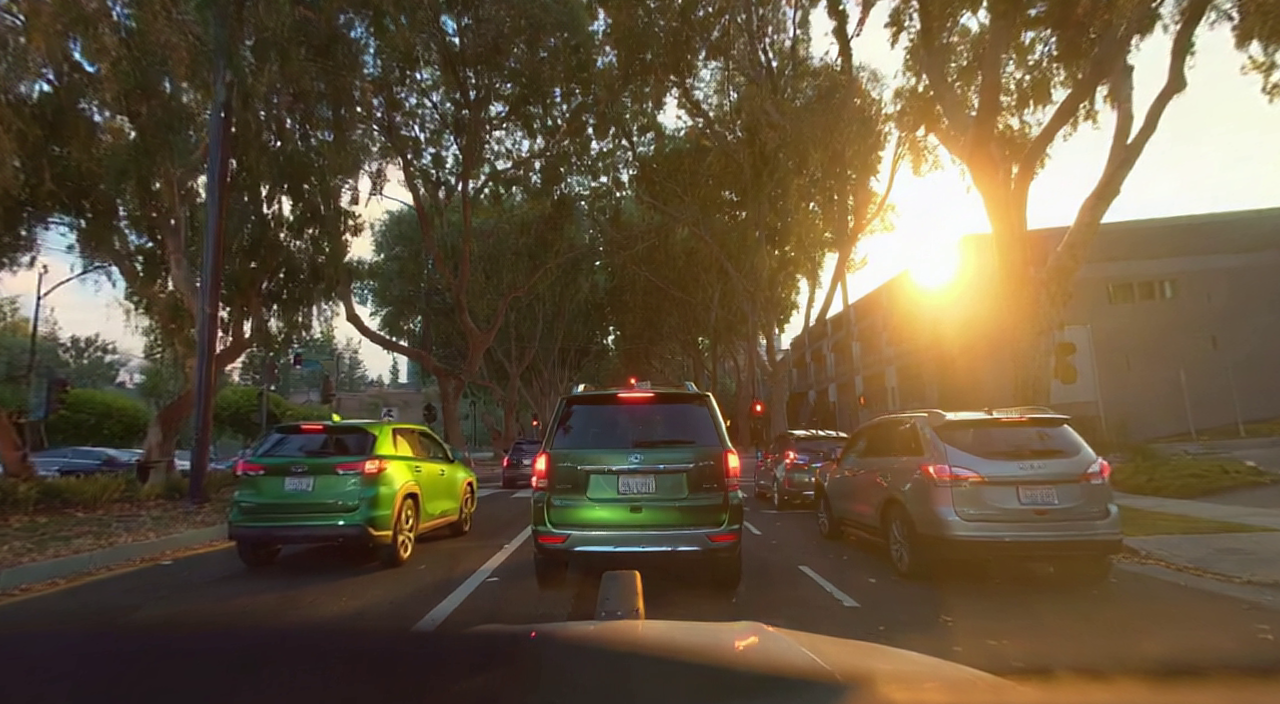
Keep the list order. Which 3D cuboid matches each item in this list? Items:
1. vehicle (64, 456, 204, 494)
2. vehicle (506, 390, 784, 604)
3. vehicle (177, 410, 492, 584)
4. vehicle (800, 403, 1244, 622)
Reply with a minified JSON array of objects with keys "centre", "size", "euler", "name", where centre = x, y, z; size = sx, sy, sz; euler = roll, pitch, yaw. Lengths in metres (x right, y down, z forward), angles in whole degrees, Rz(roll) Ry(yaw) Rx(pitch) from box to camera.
[{"centre":[-22.332,5.413,28.201],"size":[2.312,1.443,4.684],"euler":[0,-9,1],"name":"vehicle"},{"centre":[0.024,1.490,7.248],"size":[2.294,1.761,3.857],"euler":[0,-9,-1],"name":"vehicle"},{"centre":[-3.377,1.679,8.076],"size":[1.961,1.639,4.064],"euler":[0,-9,0],"name":"vehicle"},{"centre":[3.477,1.549,7.045],"size":[2.202,1.657,4.298],"euler":[0,-9,-1],"name":"vehicle"}]
